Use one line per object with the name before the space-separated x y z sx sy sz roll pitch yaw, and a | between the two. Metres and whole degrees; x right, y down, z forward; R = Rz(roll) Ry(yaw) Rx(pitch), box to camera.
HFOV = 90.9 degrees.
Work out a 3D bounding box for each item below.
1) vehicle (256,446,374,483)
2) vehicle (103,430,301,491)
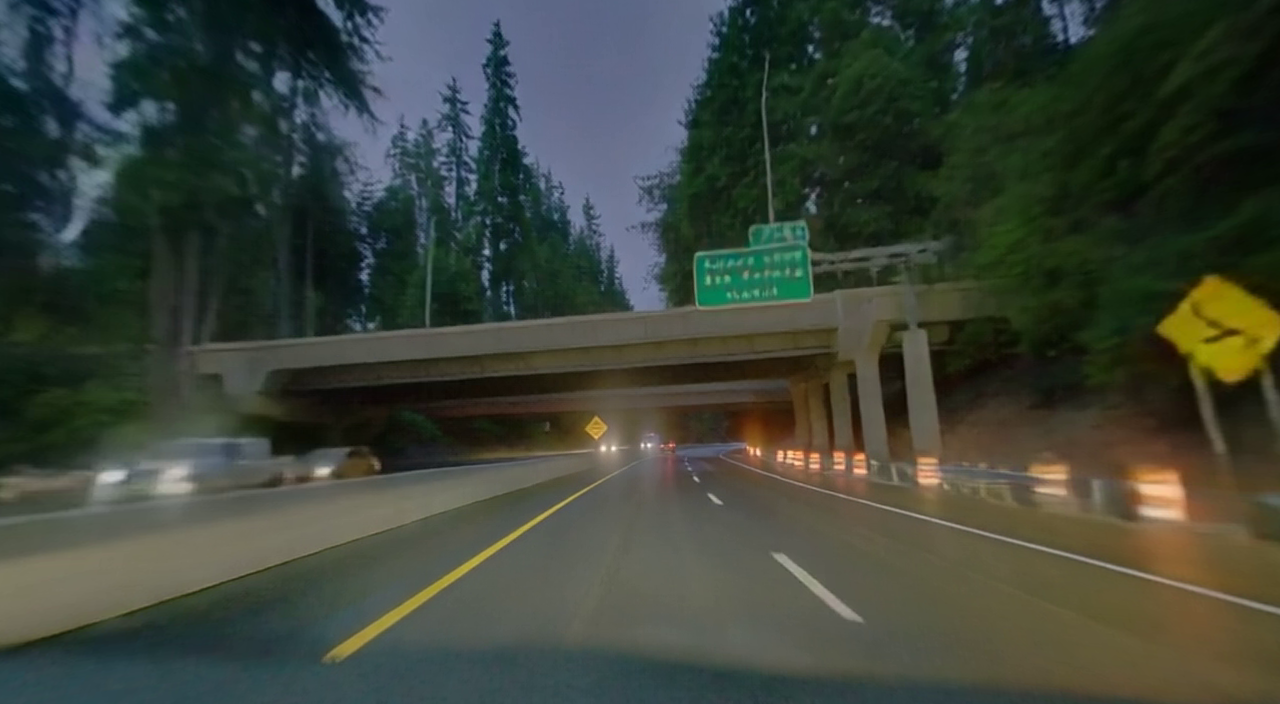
vehicle | -13.759 4.788 27.109 2.335 1.394 4.706 -1 -8 4
vehicle | -13.963 3.492 20.732 2.324 1.720 5.521 -1 -8 3
